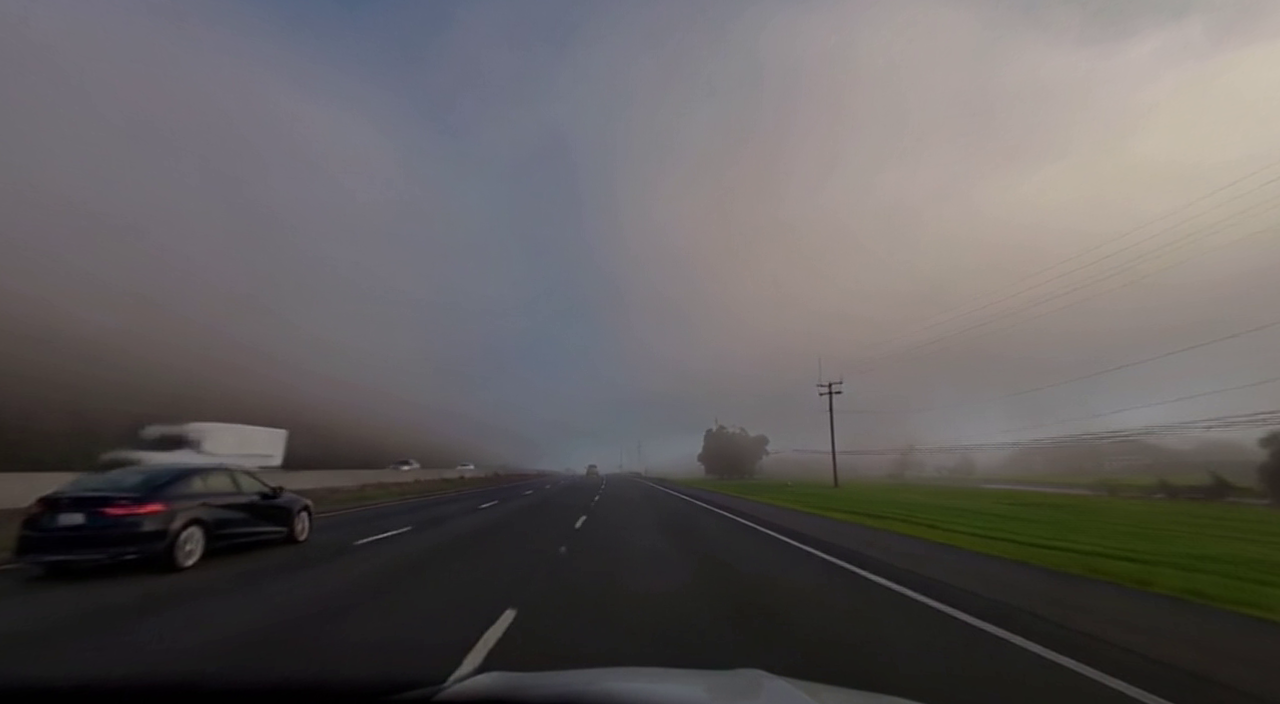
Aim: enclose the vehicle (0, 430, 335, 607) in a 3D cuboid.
[{"bbox_3d":[-6.284,2.027,8.449,2.194,1.704,4.421,1,-10,-1],"label":"vehicle"}]
